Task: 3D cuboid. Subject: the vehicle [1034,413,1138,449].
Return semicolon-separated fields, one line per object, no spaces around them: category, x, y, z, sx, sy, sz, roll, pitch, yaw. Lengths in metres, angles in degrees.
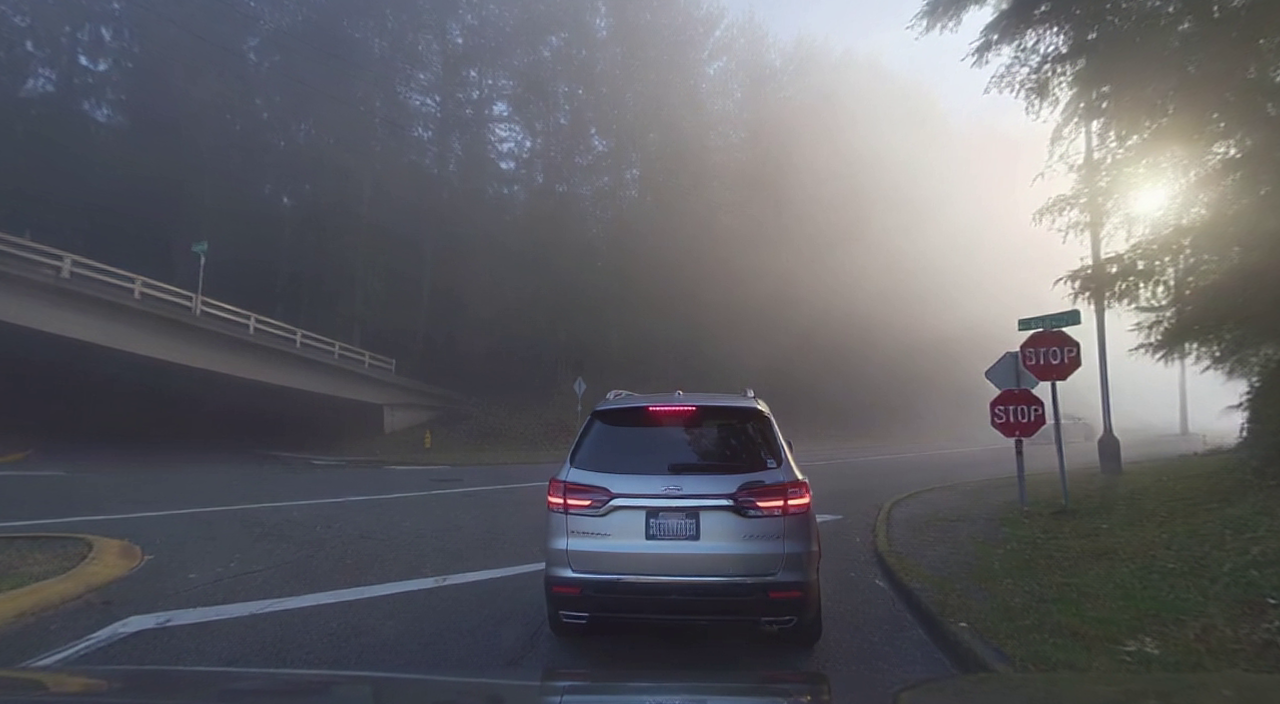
vehicle;22.207;3.972;31.395;5.060;1.648;2.038;4;-10;-28

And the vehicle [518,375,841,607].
vehicle;0.310;1.404;7.151;2.494;1.804;4.336;0;-9;0
